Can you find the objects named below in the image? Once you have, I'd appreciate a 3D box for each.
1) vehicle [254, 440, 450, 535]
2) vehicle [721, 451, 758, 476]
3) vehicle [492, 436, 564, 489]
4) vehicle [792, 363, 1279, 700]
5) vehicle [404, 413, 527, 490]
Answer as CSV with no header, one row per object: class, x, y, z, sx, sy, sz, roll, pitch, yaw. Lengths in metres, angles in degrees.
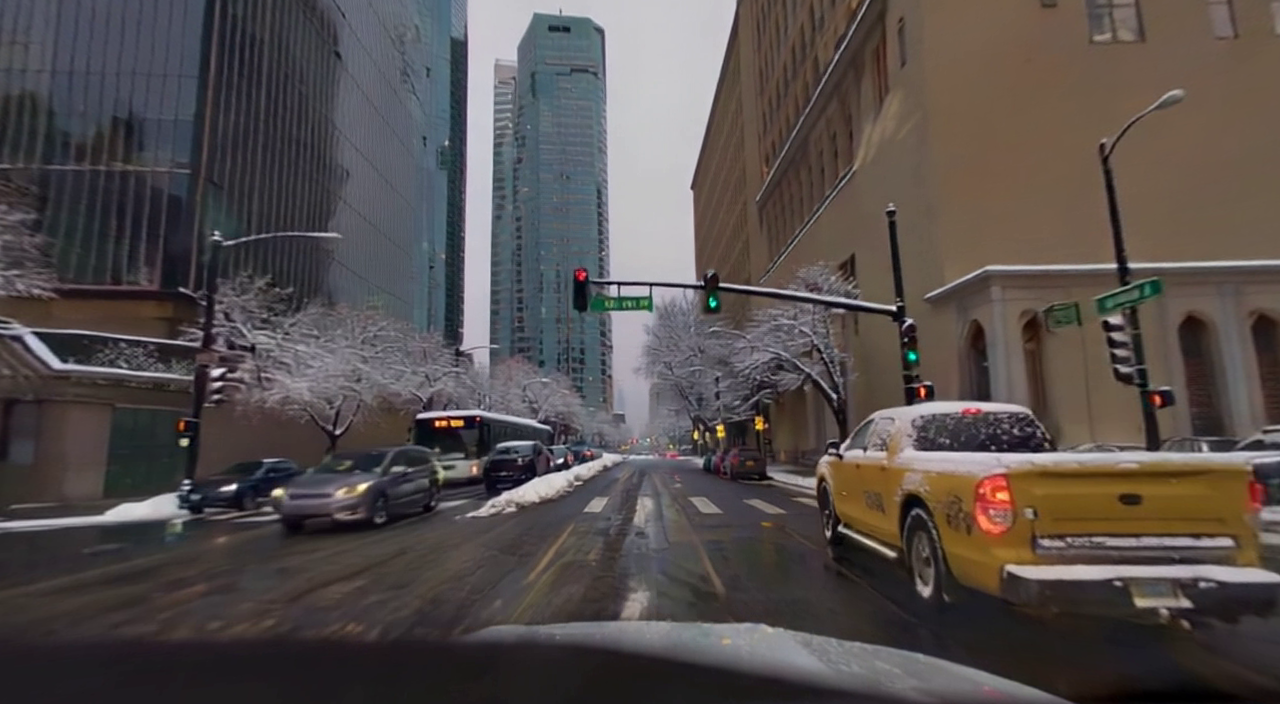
vehicle,-5.603,2.645,12.976,1.997,1.610,4.144,0,-8,1
vehicle,7.104,7.999,45.497,1.962,1.617,4.325,0,-8,0
vehicle,-5.061,5.058,29.275,2.304,2.208,5.200,0,-8,1
vehicle,3.279,1.379,6.261,2.118,1.848,5.426,0,-8,-1
vehicle,-8.664,5.171,33.190,3.318,3.359,10.406,0,-8,1
